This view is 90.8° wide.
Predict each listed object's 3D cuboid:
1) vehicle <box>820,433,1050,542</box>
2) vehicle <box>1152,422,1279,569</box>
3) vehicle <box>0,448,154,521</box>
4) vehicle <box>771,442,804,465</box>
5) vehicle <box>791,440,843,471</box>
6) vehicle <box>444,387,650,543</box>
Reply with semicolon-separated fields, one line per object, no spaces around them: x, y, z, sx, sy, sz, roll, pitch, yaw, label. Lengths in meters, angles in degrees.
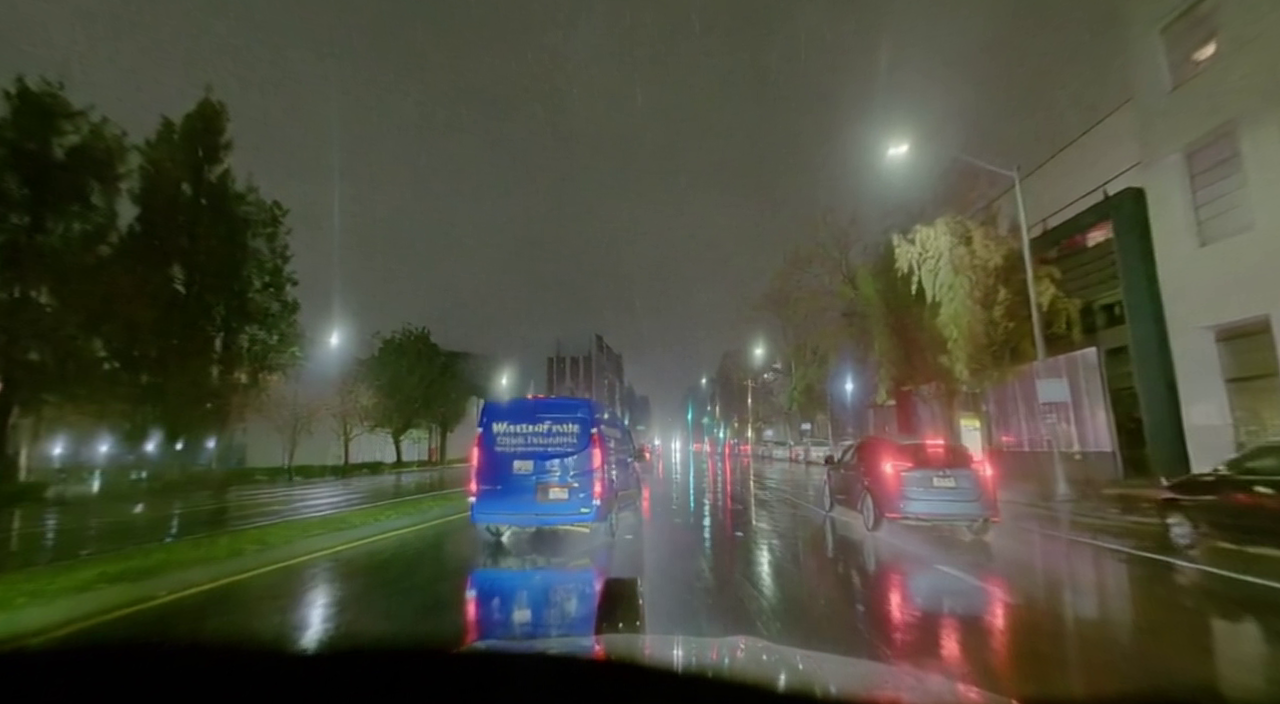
4.729;2.220;11.076;2.021;1.491;4.563;-1;-9;3;vehicle
8.119;1.538;6.663;1.983;1.618;4.108;0;-9;1;vehicle
-14.256;3.025;14.846;1.889;1.525;4.351;-1;-9;6;vehicle
11.474;7.910;49.386;1.962;1.741;4.289;-1;-9;5;vehicle
10.690;6.284;38.460;2.017;1.745;4.670;0;-9;3;vehicle
-1.272;1.992;11.711;2.490;2.153;5.594;-1;-9;5;vehicle
